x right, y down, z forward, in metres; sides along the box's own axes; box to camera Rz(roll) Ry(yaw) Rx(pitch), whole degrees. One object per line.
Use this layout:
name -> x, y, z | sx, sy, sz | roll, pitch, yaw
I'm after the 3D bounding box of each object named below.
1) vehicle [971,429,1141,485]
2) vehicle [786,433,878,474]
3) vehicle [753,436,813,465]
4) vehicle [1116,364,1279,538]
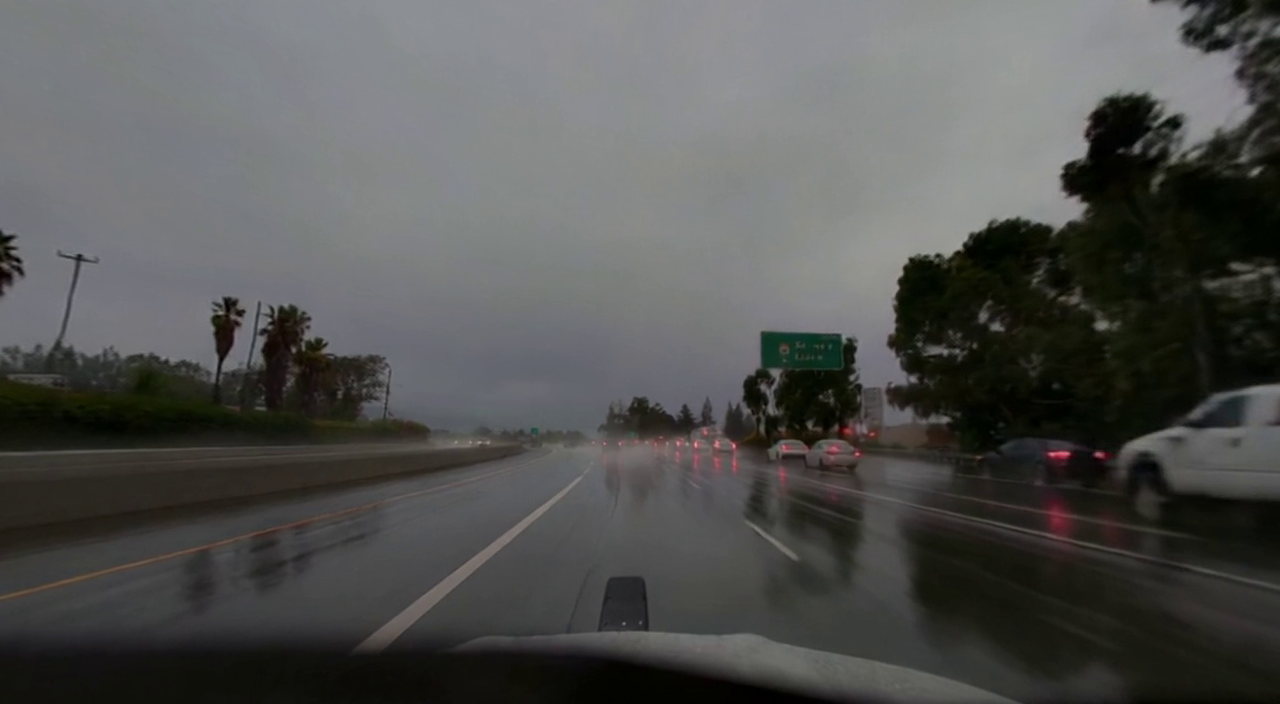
vehicle -> 12.410, 3.158, 19.295 | 1.846, 1.480, 4.752 | 0, -8, -2
vehicle -> 7.649, 4.102, 25.642 | 2.110, 1.481, 4.511 | 0, -8, -3
vehicle -> 7.638, 5.305, 34.146 | 1.947, 1.452, 4.696 | 0, -8, -3
vehicle -> 8.645, 0.989, 6.317 | 2.622, 1.977, 6.537 | -1, -8, 0
